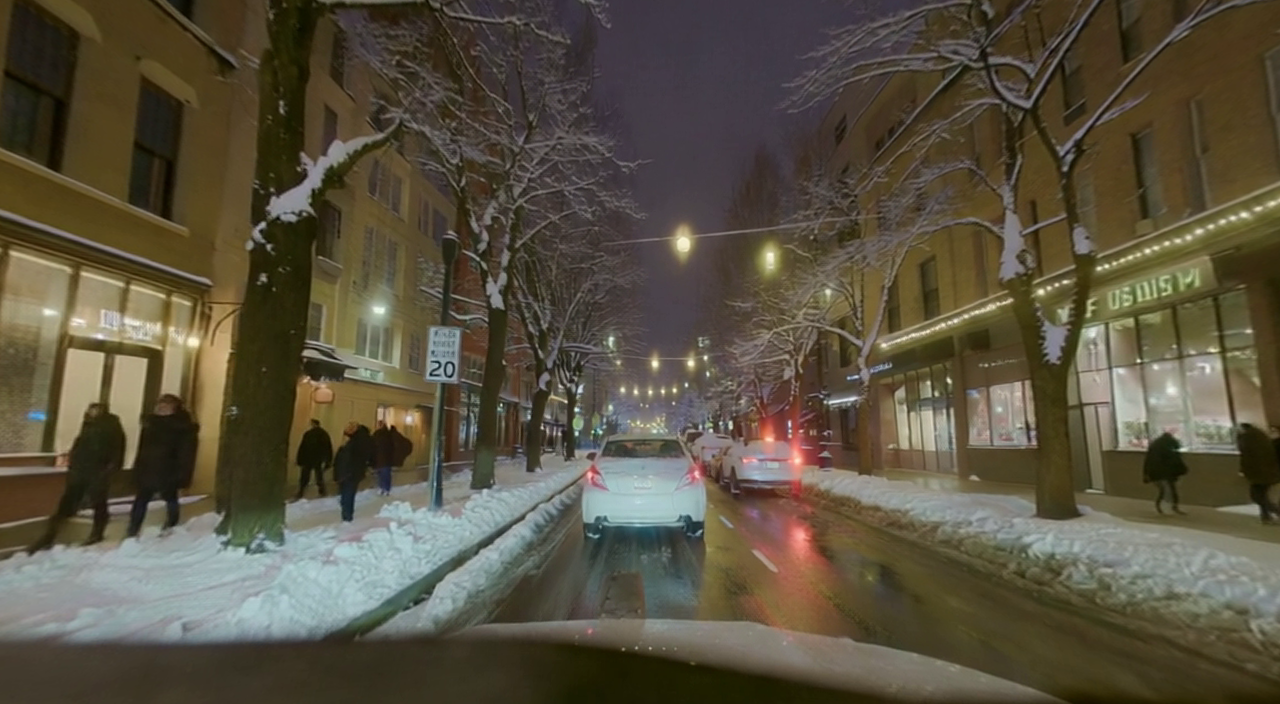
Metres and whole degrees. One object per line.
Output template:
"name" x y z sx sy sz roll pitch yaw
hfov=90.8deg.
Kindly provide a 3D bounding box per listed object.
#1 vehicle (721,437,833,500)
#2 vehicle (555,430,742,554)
"vehicle" 3.615 3.164 17.601 2.025 1.523 4.426 0 -9 -1
"vehicle" 0.064 2.003 9.771 2.261 1.474 4.130 0 -8 -1
